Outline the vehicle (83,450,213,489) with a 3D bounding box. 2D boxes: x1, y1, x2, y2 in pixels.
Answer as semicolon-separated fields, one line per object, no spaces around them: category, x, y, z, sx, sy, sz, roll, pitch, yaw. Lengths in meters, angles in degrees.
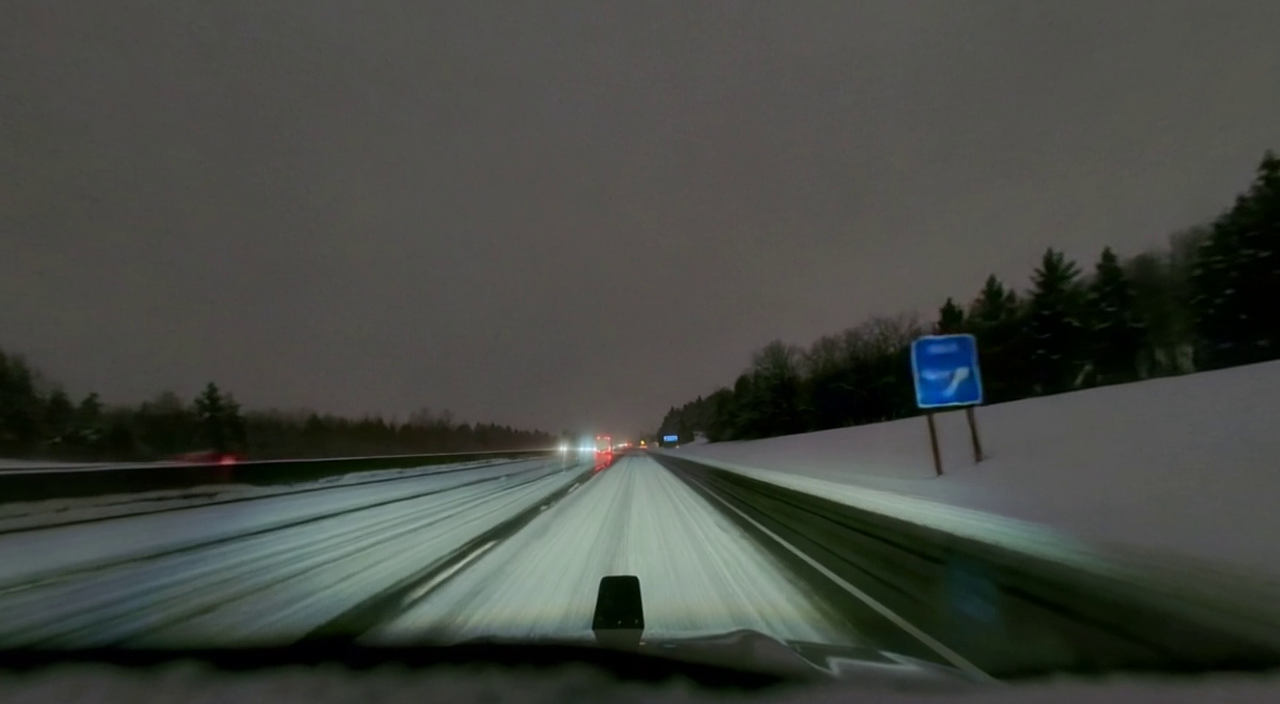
vehicle;-20.706;4.932;26.767;1.867;1.452;4.519;0;-9;0
